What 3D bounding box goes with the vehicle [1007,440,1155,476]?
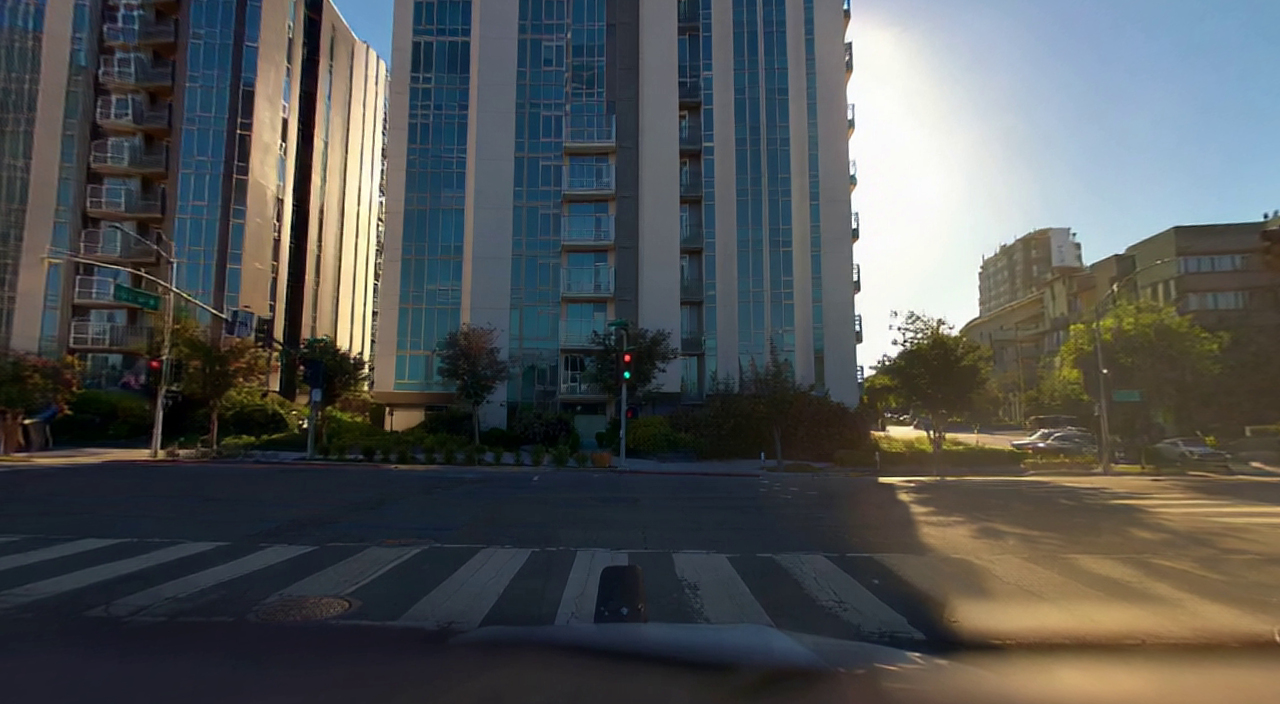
[{"bbox_3d":[18.557,4.464,26.701,4.823,1.458,1.914,0,-9,-1],"label":"vehicle"}]
